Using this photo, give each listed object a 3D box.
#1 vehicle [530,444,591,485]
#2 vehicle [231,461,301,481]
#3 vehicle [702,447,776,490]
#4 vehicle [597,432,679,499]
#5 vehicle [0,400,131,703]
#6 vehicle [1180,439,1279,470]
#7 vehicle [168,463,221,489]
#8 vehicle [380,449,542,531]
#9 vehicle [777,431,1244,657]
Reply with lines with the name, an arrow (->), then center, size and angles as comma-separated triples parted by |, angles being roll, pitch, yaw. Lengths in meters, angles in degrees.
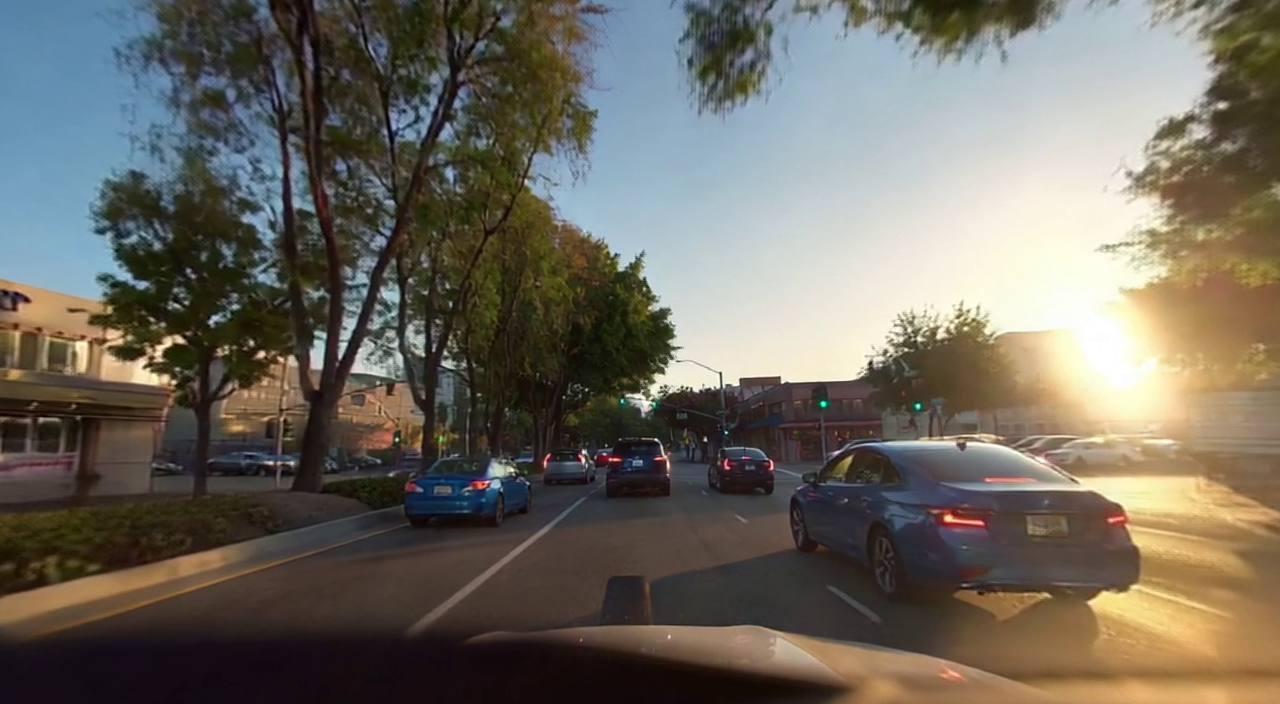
vehicle -> -3.464, 4.956, 28.137 | 2.130, 1.645, 3.995 | 0, -8, 1
vehicle -> -29.600, 9.371, 49.888 | 4.488, 1.445, 2.098 | -2, -9, 13
vehicle -> 3.600, 4.329, 23.828 | 2.058, 1.472, 4.317 | 0, -8, -1
vehicle -> -0.055, 3.615, 20.515 | 2.361, 1.898, 4.465 | 0, -8, 0
vehicle -> -4.112, 0.781, 1.516 | 2.173, 1.536, 4.285 | 0, -8, 0
vehicle -> 33.423, 5.685, 35.092 | 4.534, 1.680, 2.002 | -3, -9, 22
vehicle -> -28.930, 8.002, 40.847 | 4.549, 1.452, 1.921 | -8, -12, 44
vehicle -> -3.417, 2.696, 12.929 | 2.115, 1.369, 3.908 | 0, -8, 1
vehicle -> 2.955, 1.611, 6.505 | 2.052, 1.475, 4.540 | 0, -8, 0
